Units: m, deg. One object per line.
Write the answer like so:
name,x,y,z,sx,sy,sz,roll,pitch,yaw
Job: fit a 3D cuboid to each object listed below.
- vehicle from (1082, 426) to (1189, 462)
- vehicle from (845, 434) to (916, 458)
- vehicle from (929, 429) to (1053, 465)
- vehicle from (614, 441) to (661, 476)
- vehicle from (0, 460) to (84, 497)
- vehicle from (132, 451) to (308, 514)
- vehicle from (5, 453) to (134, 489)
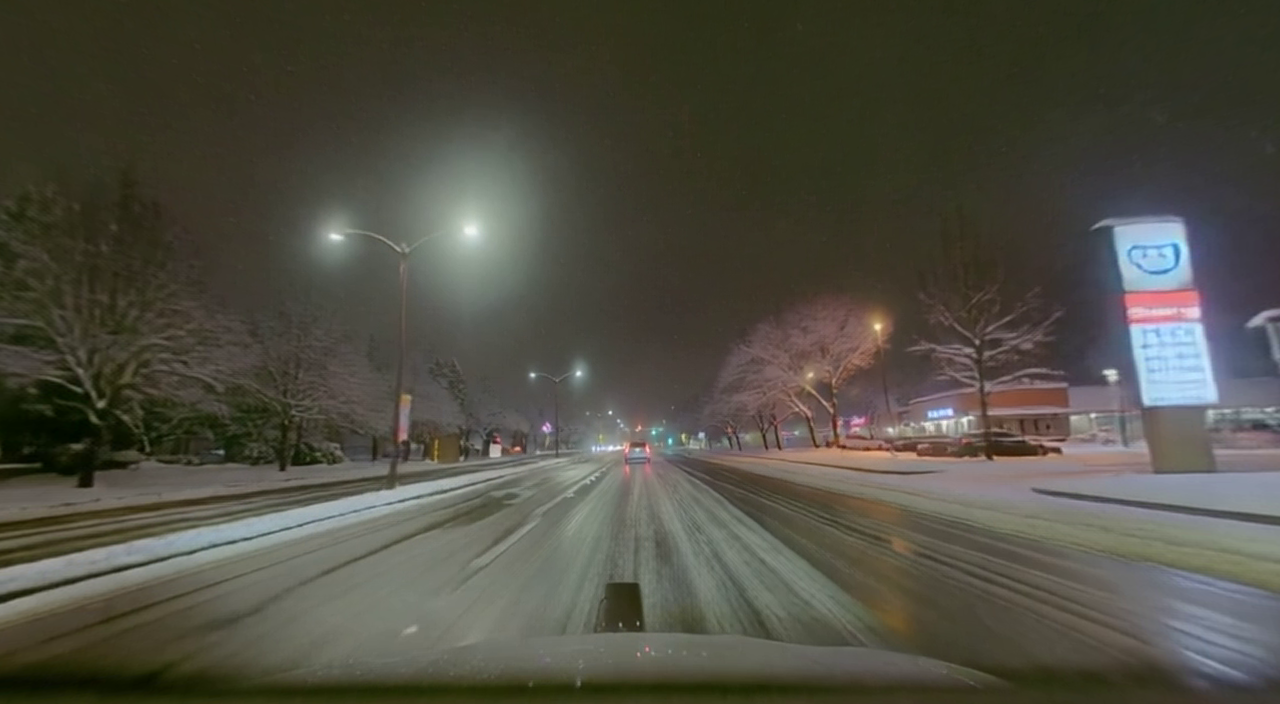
vehicle,27.990,5.267,35.820,1.991,1.877,5.024,-1,-9,1
vehicle,17.030,6.702,44.711,4.224,1.614,2.028,0,-9,-1
vehicle,17.895,4.870,32.278,5.083,1.778,2.063,0,-9,0
vehicle,-0.171,4.806,28.612,1.998,1.452,3.773,0,-8,-2
vehicle,-27.002,5.368,26.793,4.660,1.446,1.870,0,-8,-4
vehicle,-11.950,3.695,18.383,2.041,1.553,4.433,0,-8,0
vehicle,-27.222,5.673,30.148,4.294,1.643,1.948,-1,-8,2
